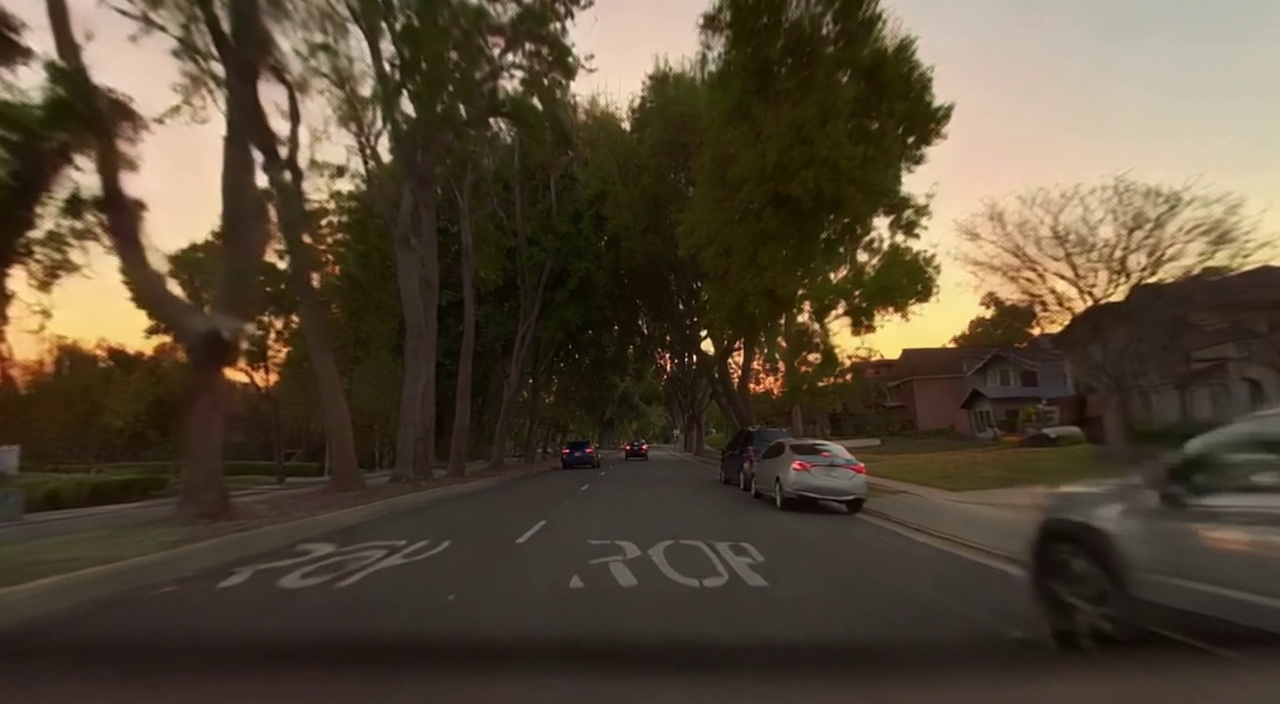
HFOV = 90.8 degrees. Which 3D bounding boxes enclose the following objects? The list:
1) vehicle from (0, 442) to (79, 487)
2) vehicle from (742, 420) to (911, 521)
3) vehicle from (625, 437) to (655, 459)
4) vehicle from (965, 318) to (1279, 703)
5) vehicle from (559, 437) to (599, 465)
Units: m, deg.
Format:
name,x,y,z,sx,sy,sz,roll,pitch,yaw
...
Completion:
name,x,y,z,sx,sy,sz,roll,pitch,yaw
vehicle,-46.966,8.571,47.619,6.687,2.839,2.880,-6,-8,-1
vehicle,3.620,2.406,13.322,2.113,1.760,4.432,0,-9,-1
vehicle,0.035,7.150,47.015,2.142,1.548,4.273,0,-8,0
vehicle,3.682,0.747,2.103,2.273,1.860,5.077,0,-9,-3
vehicle,-3.830,6.288,40.417,2.129,1.668,4.722,0,-8,0
